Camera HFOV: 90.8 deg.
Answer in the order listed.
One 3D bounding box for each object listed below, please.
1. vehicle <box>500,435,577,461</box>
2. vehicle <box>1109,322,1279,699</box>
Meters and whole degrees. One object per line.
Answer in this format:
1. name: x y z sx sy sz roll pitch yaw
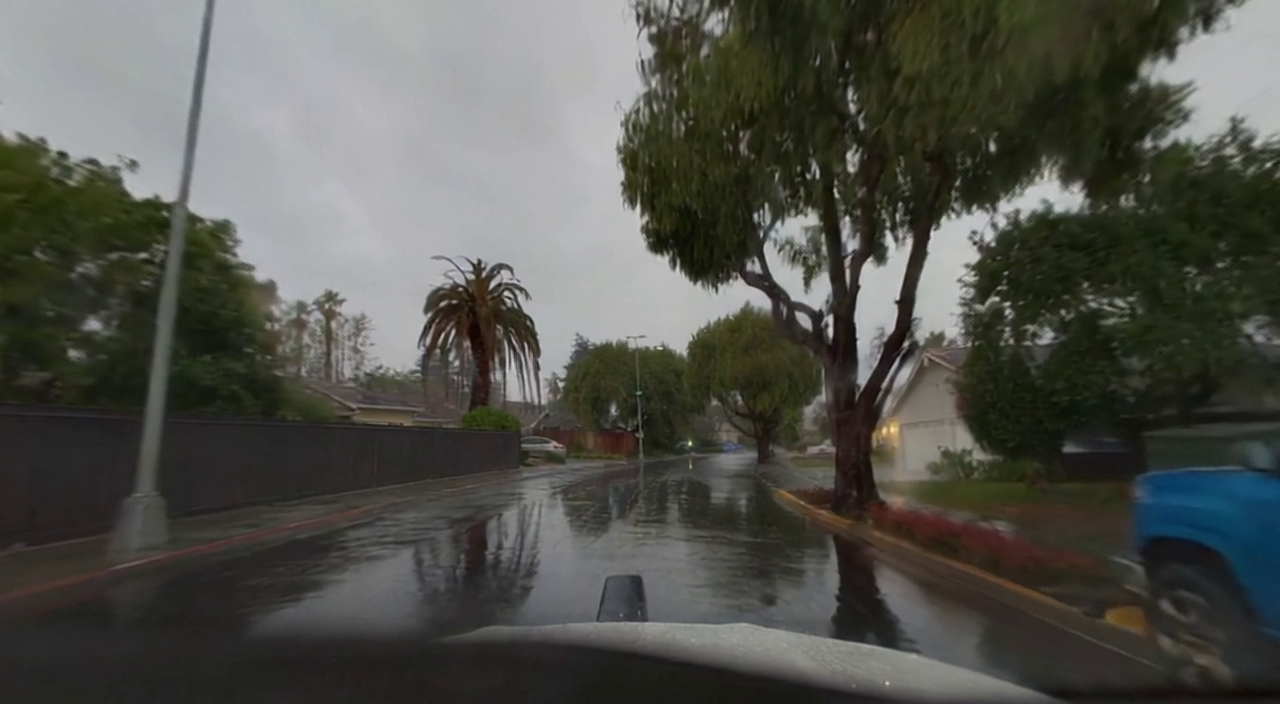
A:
1. vehicle: -7.882 7.493 49.336 5.497 1.983 2.191 -1 -9 8
2. vehicle: 4.619 0.634 1.876 2.467 2.034 5.470 0 -8 4
